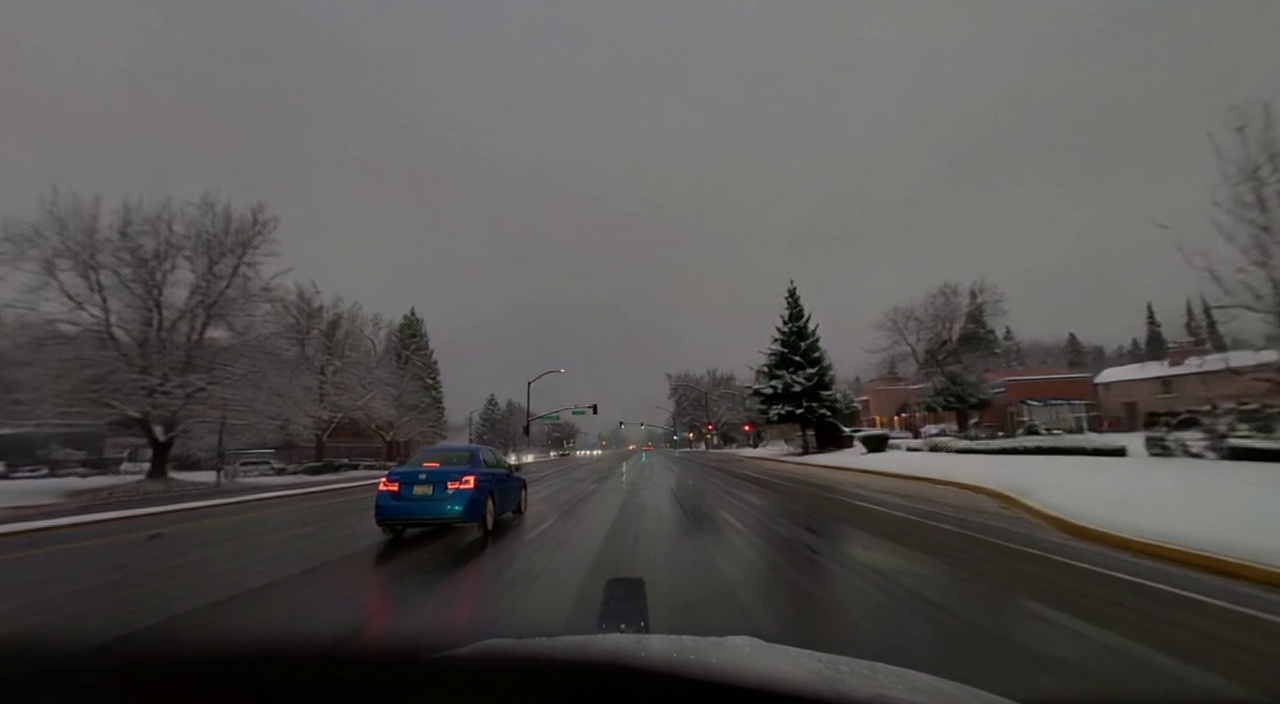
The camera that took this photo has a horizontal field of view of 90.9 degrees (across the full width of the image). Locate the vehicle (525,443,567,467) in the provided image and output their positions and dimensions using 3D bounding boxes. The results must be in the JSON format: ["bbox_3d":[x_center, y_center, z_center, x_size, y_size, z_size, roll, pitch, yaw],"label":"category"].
[{"bbox_3d":[-6.341,6.999,43.039,2.027,1.501,4.707,0,-9,1],"label":"vehicle"}]

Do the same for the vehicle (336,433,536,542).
[{"bbox_3d":[-3.183,2.214,10.951,1.924,1.480,4.421,0,-9,1],"label":"vehicle"}]

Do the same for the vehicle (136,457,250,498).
[{"bbox_3d":[-21.618,6.046,30.785,1.960,1.718,4.826,0,-9,1],"label":"vehicle"}]
